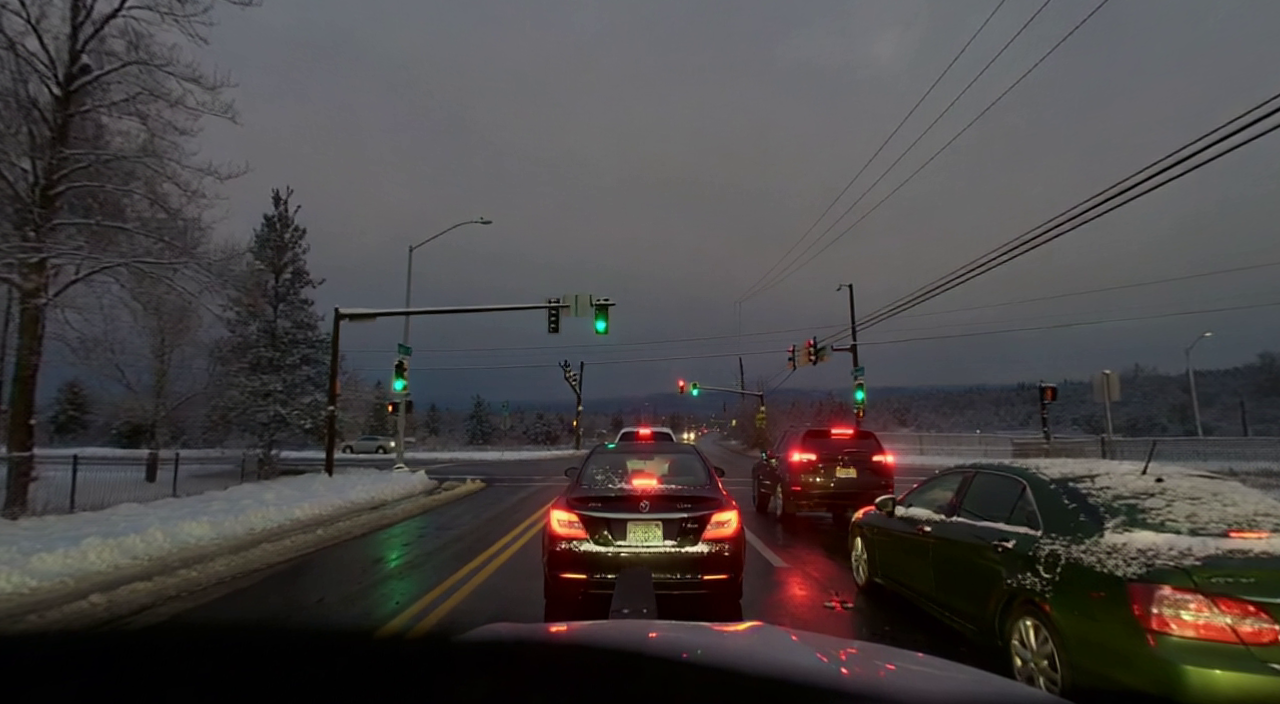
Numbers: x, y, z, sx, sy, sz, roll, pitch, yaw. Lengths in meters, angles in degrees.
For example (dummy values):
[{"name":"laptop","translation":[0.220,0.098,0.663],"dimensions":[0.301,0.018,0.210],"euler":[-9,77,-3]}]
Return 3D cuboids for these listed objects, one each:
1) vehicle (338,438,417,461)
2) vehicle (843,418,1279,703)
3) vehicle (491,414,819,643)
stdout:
[{"name":"vehicle","translation":[-17.238,6.419,41.467],"dimensions":[4.406,1.458,1.892],"euler":[-1,-8,7]},{"name":"vehicle","translation":[3.086,1.245,4.137],"dimensions":[2.027,1.432,4.431],"euler":[0,-8,0]},{"name":"vehicle","translation":[0.065,1.493,6.433],"dimensions":[2.170,1.497,4.369],"euler":[0,-8,-1]}]
